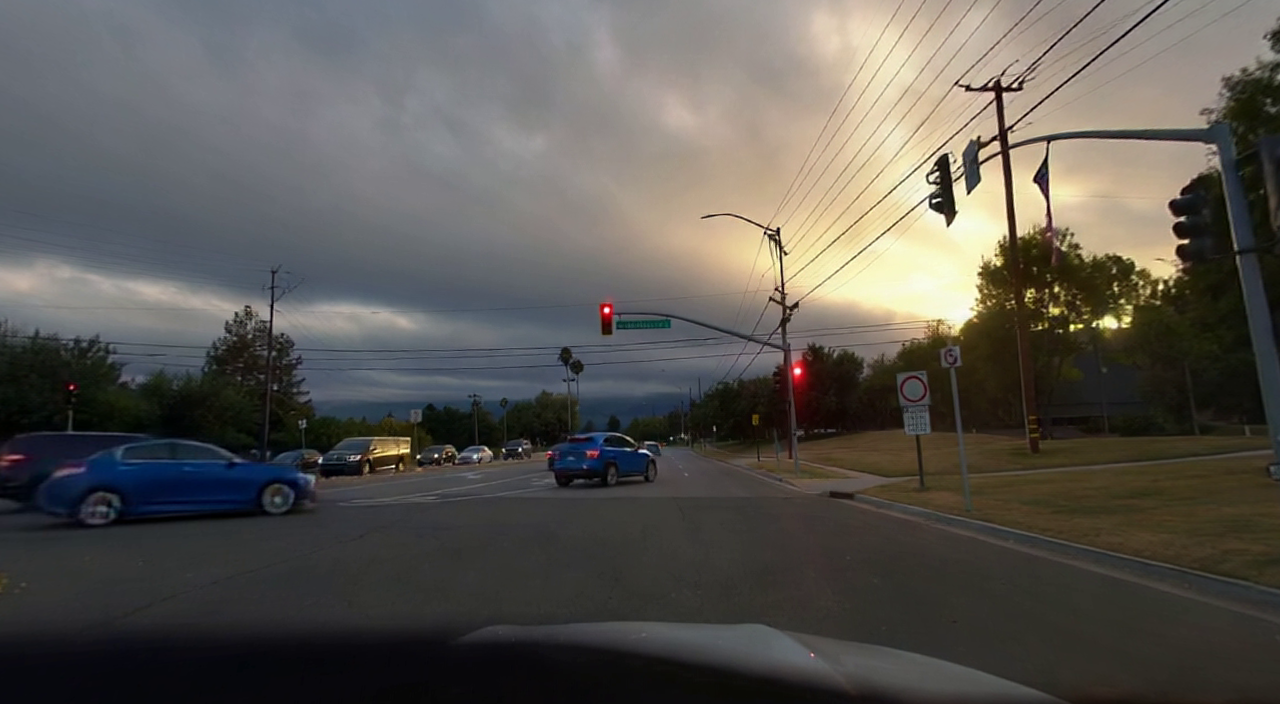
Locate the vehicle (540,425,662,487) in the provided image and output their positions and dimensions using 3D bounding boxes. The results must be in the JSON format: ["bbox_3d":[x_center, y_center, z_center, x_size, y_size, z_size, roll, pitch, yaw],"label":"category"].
[{"bbox_3d":[-1.225,3.805,23.378,2.137,1.986,5.930,-4,-9,22],"label":"vehicle"}]

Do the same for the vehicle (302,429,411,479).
[{"bbox_3d":[-13.121,4.766,29.620,2.350,2.104,5.828,0,-8,1],"label":"vehicle"}]

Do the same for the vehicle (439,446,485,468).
[{"bbox_3d":[-12.671,7.486,44.911,1.841,1.477,4.485,0,-8,1],"label":"vehicle"}]

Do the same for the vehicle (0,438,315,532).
[{"bbox_3d":[-8.858,2.365,11.809,4.529,1.455,2.019,6,-10,-35],"label":"vehicle"}]

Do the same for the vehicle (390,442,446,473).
[{"bbox_3d":[-13.229,6.303,37.627,1.772,1.647,4.221,-4,-9,0],"label":"vehicle"}]
